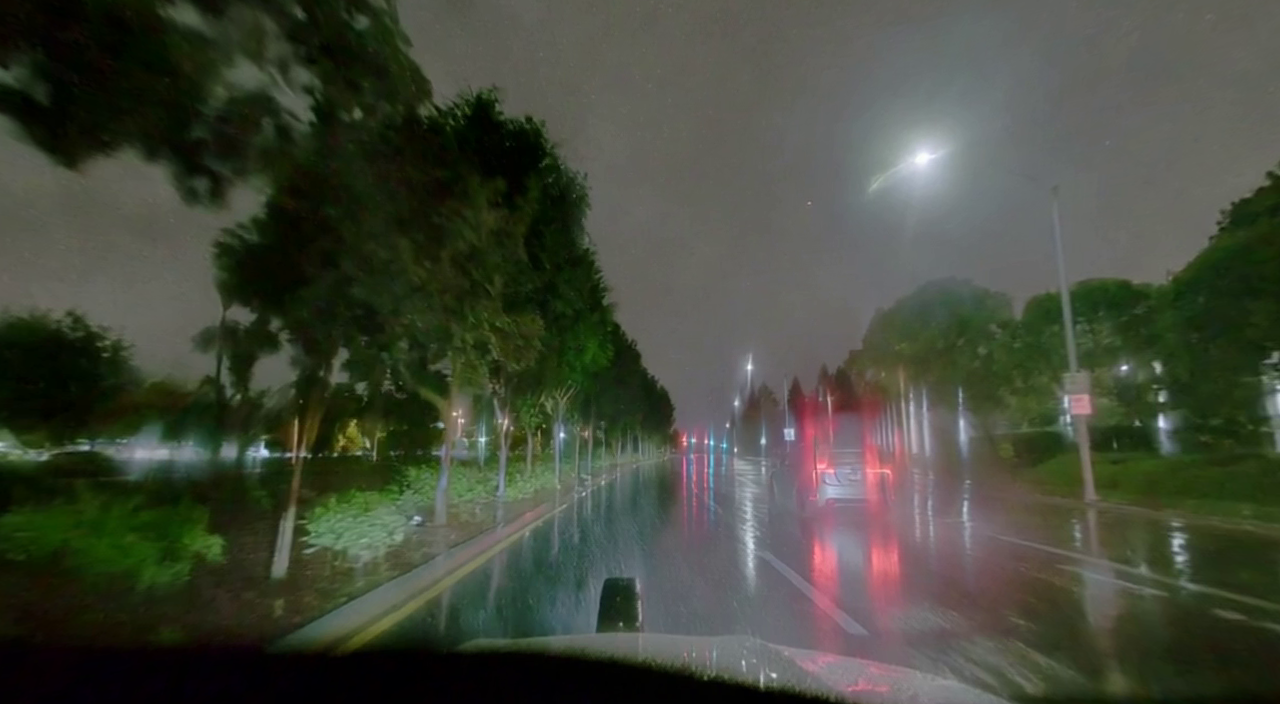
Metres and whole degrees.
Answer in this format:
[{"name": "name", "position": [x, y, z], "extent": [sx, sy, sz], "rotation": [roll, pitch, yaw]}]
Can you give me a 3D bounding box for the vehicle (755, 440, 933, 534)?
[{"name": "vehicle", "position": [3.675, 2.502, 12.378], "extent": [1.928, 1.481, 4.453], "rotation": [0, -9, -1]}]
